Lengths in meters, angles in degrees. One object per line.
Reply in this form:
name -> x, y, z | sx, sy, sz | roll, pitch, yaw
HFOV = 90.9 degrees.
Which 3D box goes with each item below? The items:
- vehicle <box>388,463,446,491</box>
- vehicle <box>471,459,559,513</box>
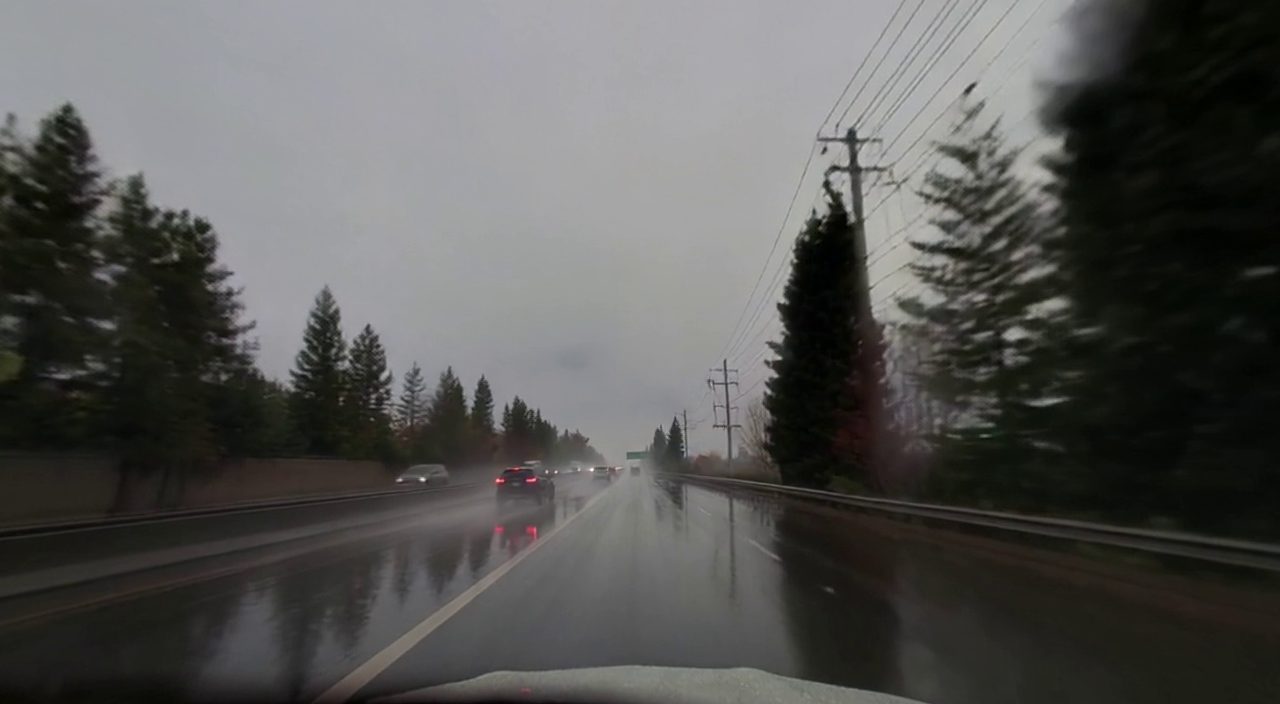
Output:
vehicle -> -13.302, 7.484, 37.810 | 1.974, 1.556, 3.945 | 1, -10, 0
vehicle -> -3.933, 4.321, 20.610 | 1.963, 1.501, 4.227 | 1, -10, 0
